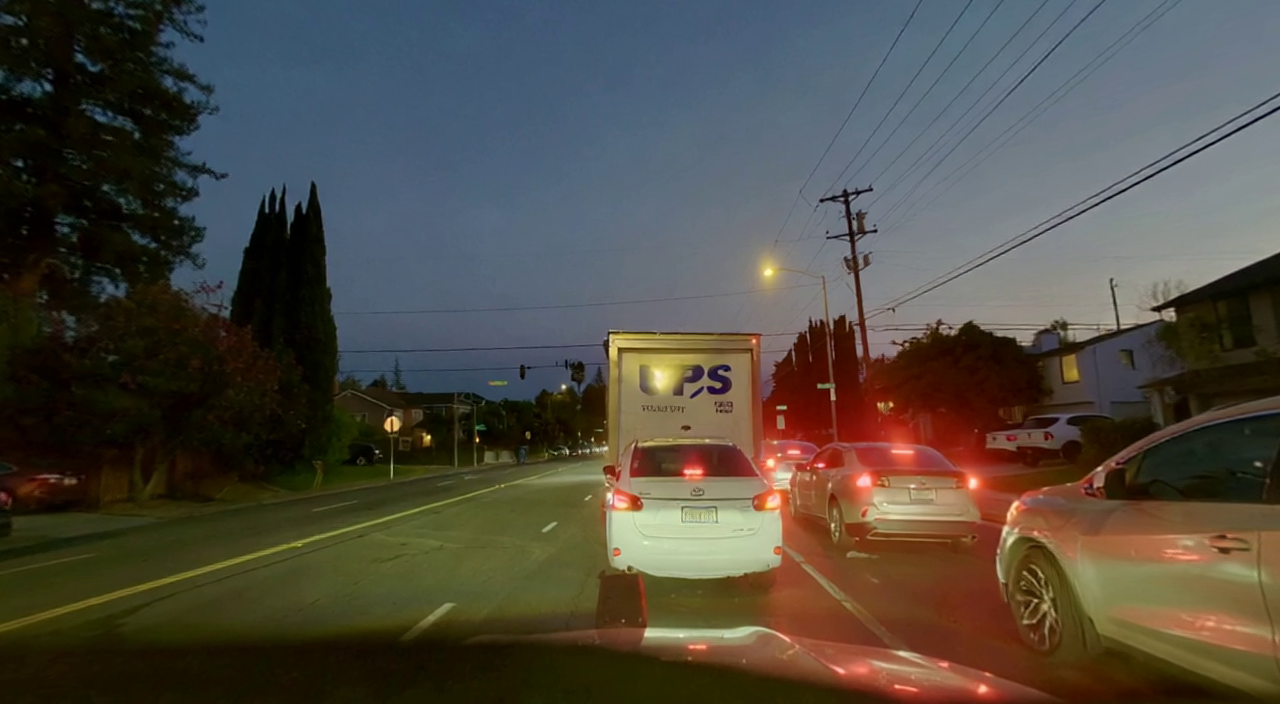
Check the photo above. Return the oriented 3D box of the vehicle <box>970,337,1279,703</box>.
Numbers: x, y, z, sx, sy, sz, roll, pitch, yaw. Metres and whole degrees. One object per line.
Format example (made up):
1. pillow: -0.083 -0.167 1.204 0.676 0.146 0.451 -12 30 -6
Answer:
1. vehicle: 3.315 0.773 1.935 2.069 1.722 4.888 0 -8 2

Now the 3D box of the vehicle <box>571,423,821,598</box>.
1. vehicle: 0.479 1.700 7.681 2.158 1.499 4.377 0 -8 0

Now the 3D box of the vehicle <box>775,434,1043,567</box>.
1. vehicle: 3.513 2.008 9.349 1.993 1.479 4.487 0 -8 0

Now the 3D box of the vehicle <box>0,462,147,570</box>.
1. vehicle: -10.354 2.488 9.480 1.925 1.482 4.753 0 -8 0

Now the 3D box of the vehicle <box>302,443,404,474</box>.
1. vehicle: -17.432 6.473 38.300 5.274 1.793 1.921 0 -8 3
